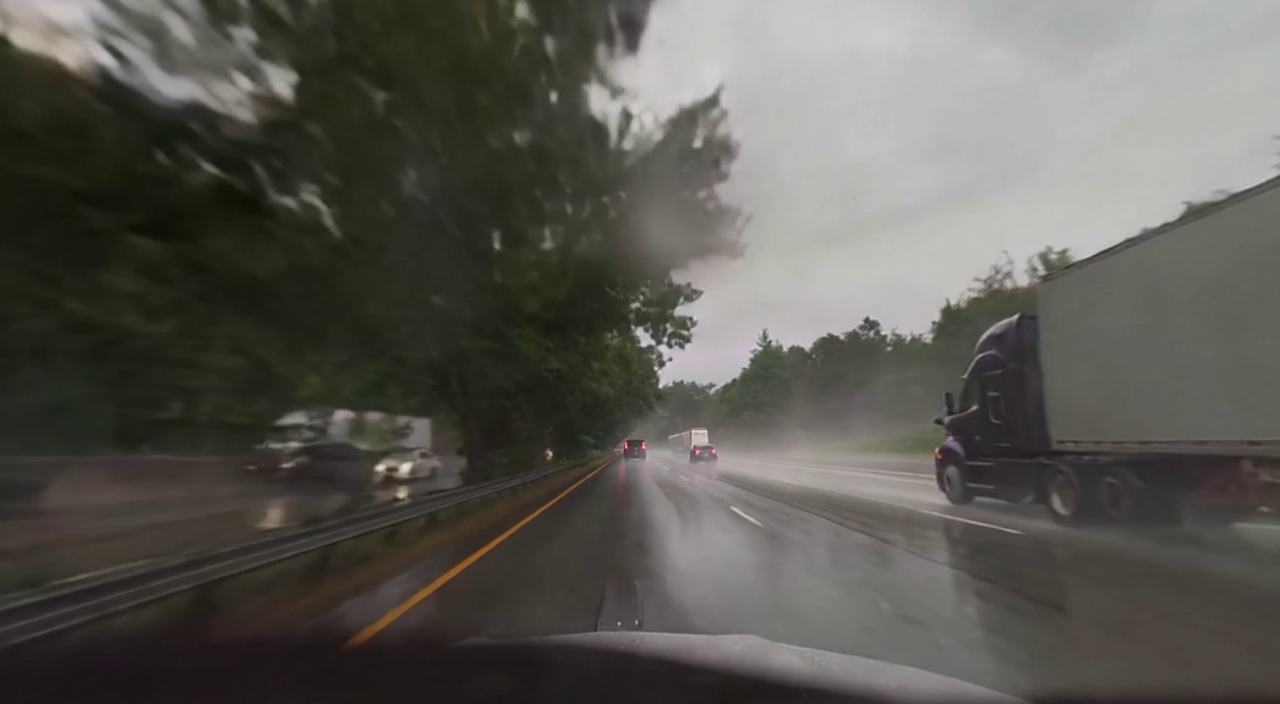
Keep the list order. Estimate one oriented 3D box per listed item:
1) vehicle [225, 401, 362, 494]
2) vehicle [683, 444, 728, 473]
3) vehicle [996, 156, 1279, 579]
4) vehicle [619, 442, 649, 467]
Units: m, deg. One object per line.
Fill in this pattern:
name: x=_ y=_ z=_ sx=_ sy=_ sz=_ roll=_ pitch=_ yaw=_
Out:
vehicle: x=-16.717 y=4.697 z=30.961 sx=3.194 sy=4.043 sz=6.006 roll=0 pitch=-9 yaw=0
vehicle: x=3.615 y=5.968 z=35.449 sx=2.025 sy=1.534 sz=4.179 roll=0 pitch=-9 yaw=-1
vehicle: x=7.810 y=-0.243 z=3.633 sx=3.044 sy=4.073 sz=14.016 roll=0 pitch=-9 yaw=-1
vehicle: x=-0.431 y=7.424 z=45.532 sx=2.114 sy=1.706 sz=4.106 roll=0 pitch=-9 yaw=-1
